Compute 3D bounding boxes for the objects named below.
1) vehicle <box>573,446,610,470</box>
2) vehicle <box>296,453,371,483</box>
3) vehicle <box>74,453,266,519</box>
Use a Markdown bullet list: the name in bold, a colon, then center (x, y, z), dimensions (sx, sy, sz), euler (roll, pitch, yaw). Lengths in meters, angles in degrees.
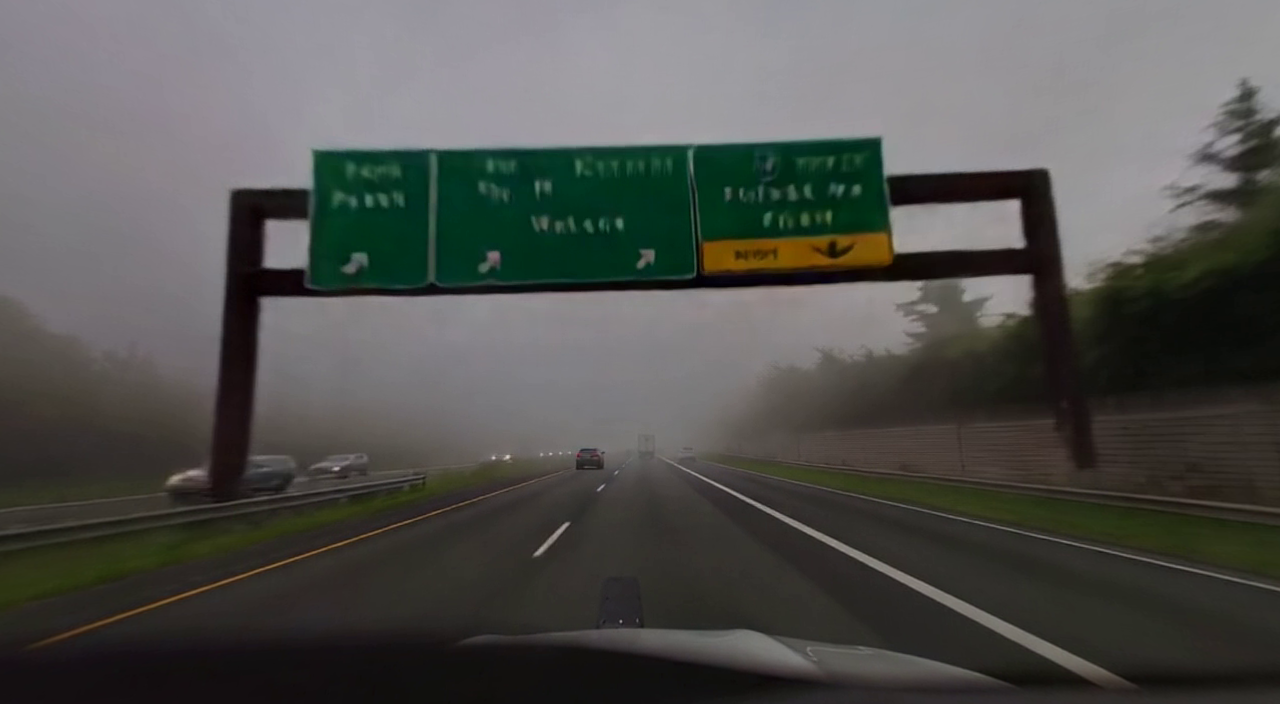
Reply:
- **vehicle**: center (-3.077, 6.868, 41.115), dimensions (2.020, 1.475, 4.434), euler (0, -9, 0)
- **vehicle**: center (-15.877, 6.002, 32.911), dimensions (1.824, 1.471, 3.966), euler (0, -9, 1)
- **vehicle**: center (-11.885, 3.368, 16.388), dimensions (1.802, 1.439, 4.099), euler (0, -9, 0)
